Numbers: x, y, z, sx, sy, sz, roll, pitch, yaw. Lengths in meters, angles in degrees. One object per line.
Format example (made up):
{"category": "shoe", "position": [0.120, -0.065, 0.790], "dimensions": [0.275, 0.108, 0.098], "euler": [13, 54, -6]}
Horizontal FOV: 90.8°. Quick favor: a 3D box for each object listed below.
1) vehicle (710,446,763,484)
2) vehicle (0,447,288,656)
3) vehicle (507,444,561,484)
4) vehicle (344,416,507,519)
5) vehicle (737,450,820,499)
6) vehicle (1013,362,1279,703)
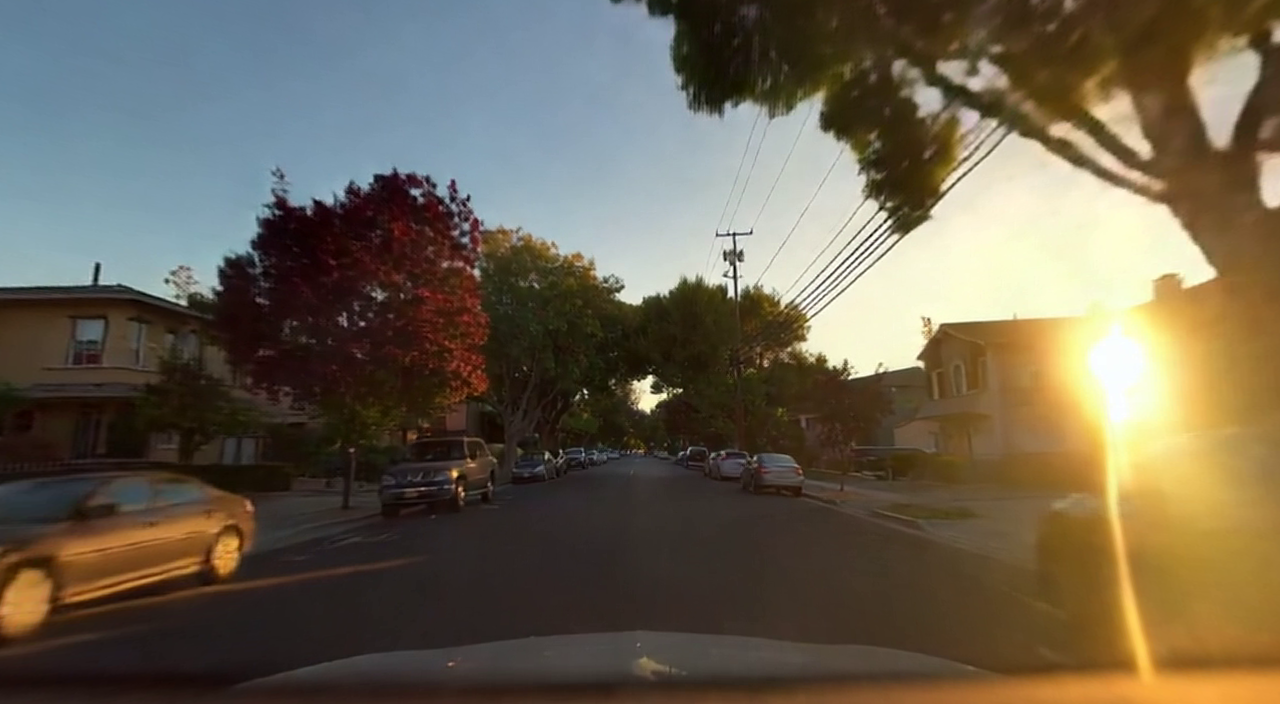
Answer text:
{"category": "vehicle", "position": [4.564, 5.388, 30.467], "dimensions": [1.979, 1.620, 4.684], "euler": [1, -9, 2]}
{"category": "vehicle", "position": [-5.317, 1.580, 5.620], "dimensions": [1.824, 1.417, 4.395], "euler": [-1, -9, 0]}
{"category": "vehicle", "position": [-5.070, 5.378, 30.732], "dimensions": [1.873, 1.709, 4.206], "euler": [-3, -8, 1]}
{"category": "vehicle", "position": [-5.165, 2.893, 16.330], "dimensions": [2.242, 2.135, 5.566], "euler": [-1, -9, 0]}
{"category": "vehicle", "position": [4.554, 4.091, 21.508], "dimensions": [1.893, 1.437, 4.369], "euler": [1, -9, 1]}
{"category": "vehicle", "position": [3.857, 0.932, 2.579], "dimensions": [2.049, 1.776, 4.285], "euler": [1, -9, 0]}
